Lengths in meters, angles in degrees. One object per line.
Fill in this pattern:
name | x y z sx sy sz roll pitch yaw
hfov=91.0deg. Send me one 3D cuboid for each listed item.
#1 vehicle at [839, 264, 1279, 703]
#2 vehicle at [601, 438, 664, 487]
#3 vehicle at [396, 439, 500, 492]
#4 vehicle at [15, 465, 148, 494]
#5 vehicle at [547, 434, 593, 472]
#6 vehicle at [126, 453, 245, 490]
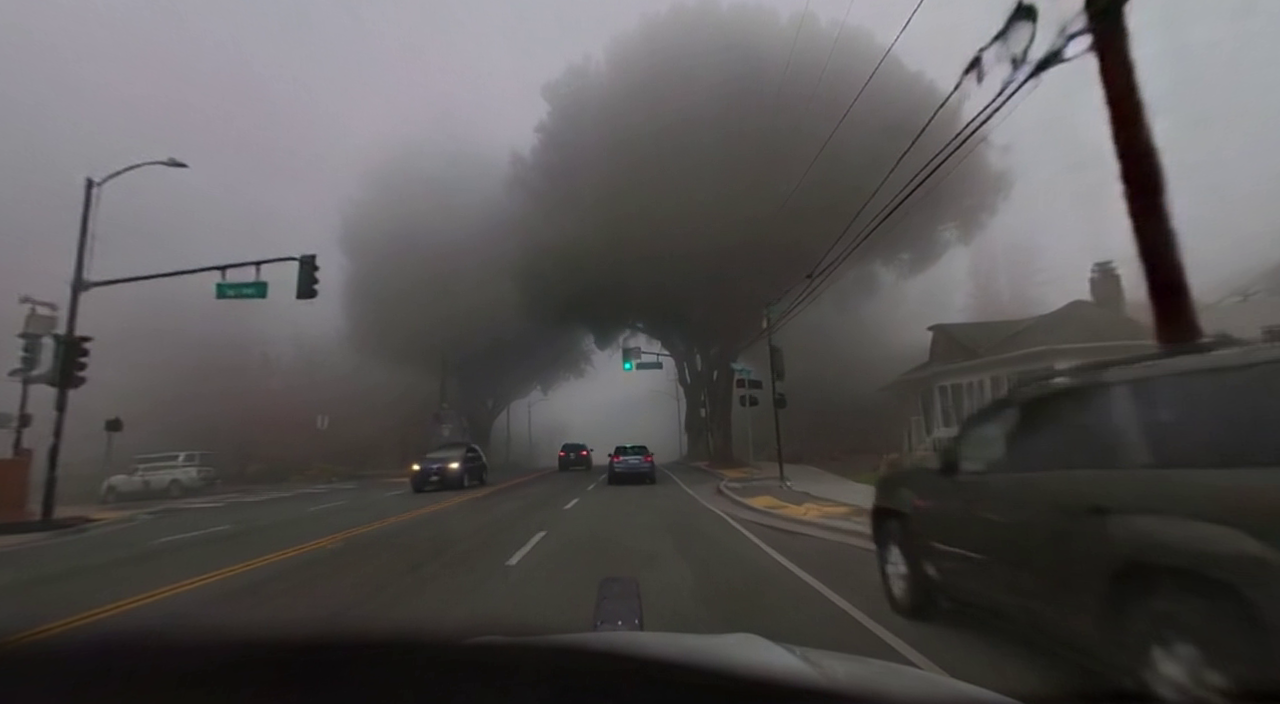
vehicle | 2.799 0.836 2.952 2.066 1.796 4.719 0 -9 -2
vehicle | -0.301 3.786 21.940 1.998 1.518 4.015 0 -8 -2
vehicle | -6.422 3.831 21.721 2.048 1.601 5.047 0 -9 -1
vehicle | -28.372 6.482 32.104 4.841 1.447 1.930 0 -10 -2
vehicle | -3.564 5.261 32.795 1.983 1.841 4.013 0 -9 -1
vehicle | -23.219 6.105 32.262 4.537 1.755 1.933 0 -9 -1
